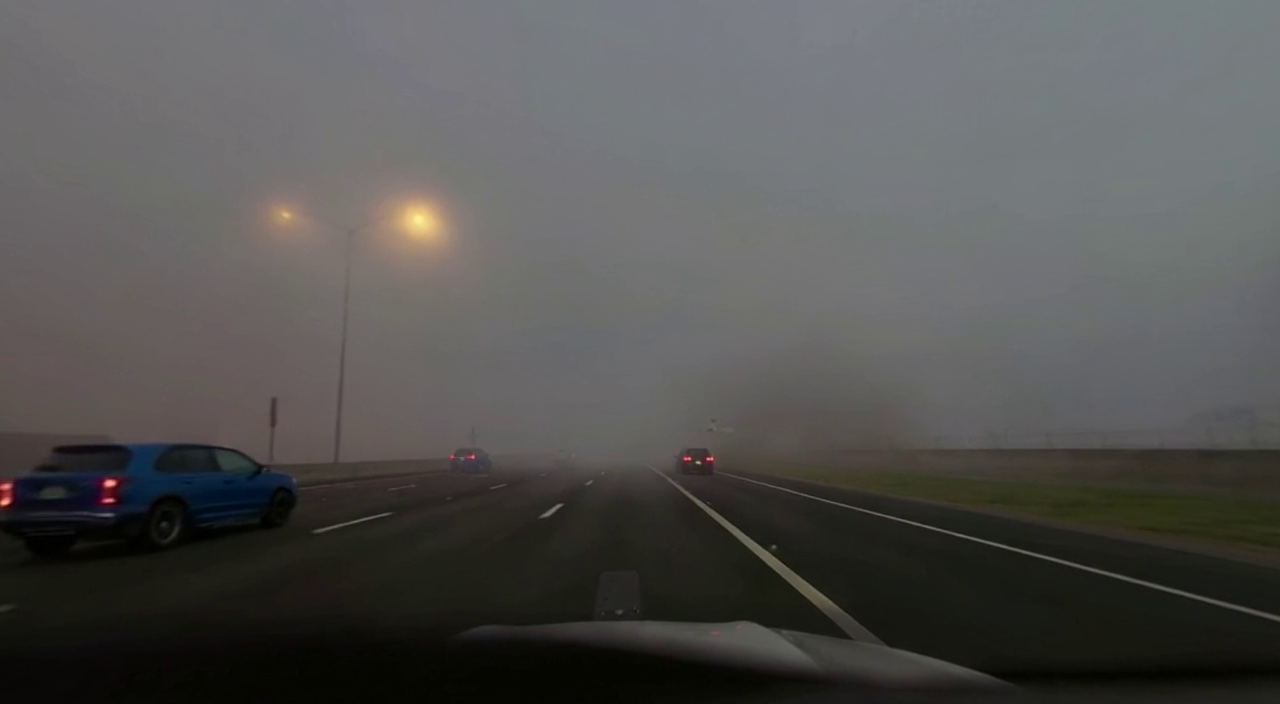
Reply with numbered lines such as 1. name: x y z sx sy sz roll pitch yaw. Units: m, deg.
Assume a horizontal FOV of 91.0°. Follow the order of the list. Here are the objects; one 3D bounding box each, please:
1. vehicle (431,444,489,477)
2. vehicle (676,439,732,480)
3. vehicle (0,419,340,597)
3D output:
1. vehicle: -10.974 6.608 38.646 2.137 1.873 4.687 0 -9 0
2. vehicle: 3.164 5.454 32.162 2.184 1.892 4.763 0 -9 -2
3. vehicle: -6.974 1.998 9.180 2.524 1.806 5.325 0 -9 1
